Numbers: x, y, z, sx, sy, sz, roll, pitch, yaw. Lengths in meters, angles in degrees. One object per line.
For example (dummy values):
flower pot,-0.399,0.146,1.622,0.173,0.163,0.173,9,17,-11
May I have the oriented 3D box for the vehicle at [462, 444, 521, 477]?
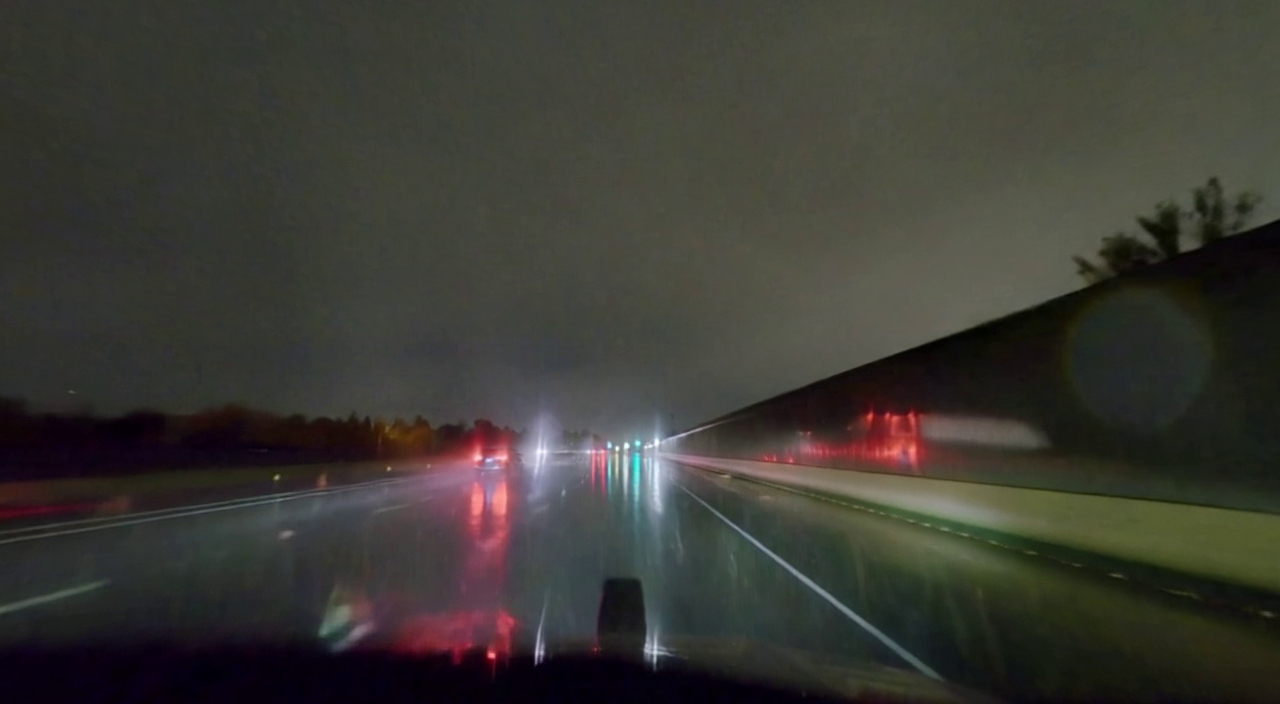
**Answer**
vehicle,-7.795,5.726,33.572,2.098,1.606,4.227,0,-9,0
